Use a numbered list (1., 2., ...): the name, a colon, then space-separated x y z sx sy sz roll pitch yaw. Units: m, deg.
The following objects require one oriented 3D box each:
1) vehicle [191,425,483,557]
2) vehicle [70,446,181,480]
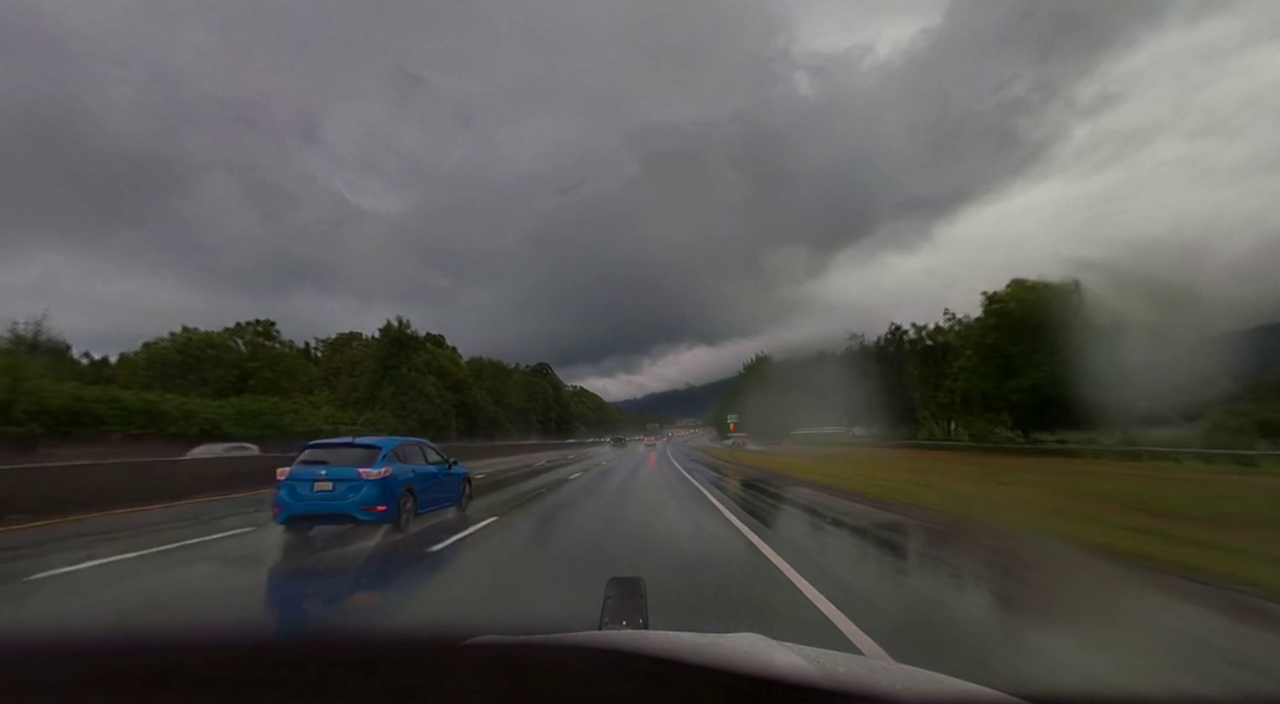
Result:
1. vehicle: -3.966 1.882 9.332 1.996 1.454 4.495 0 -8 1
2. vehicle: -23.173 4.984 28.556 1.768 1.432 3.791 0 -8 1
